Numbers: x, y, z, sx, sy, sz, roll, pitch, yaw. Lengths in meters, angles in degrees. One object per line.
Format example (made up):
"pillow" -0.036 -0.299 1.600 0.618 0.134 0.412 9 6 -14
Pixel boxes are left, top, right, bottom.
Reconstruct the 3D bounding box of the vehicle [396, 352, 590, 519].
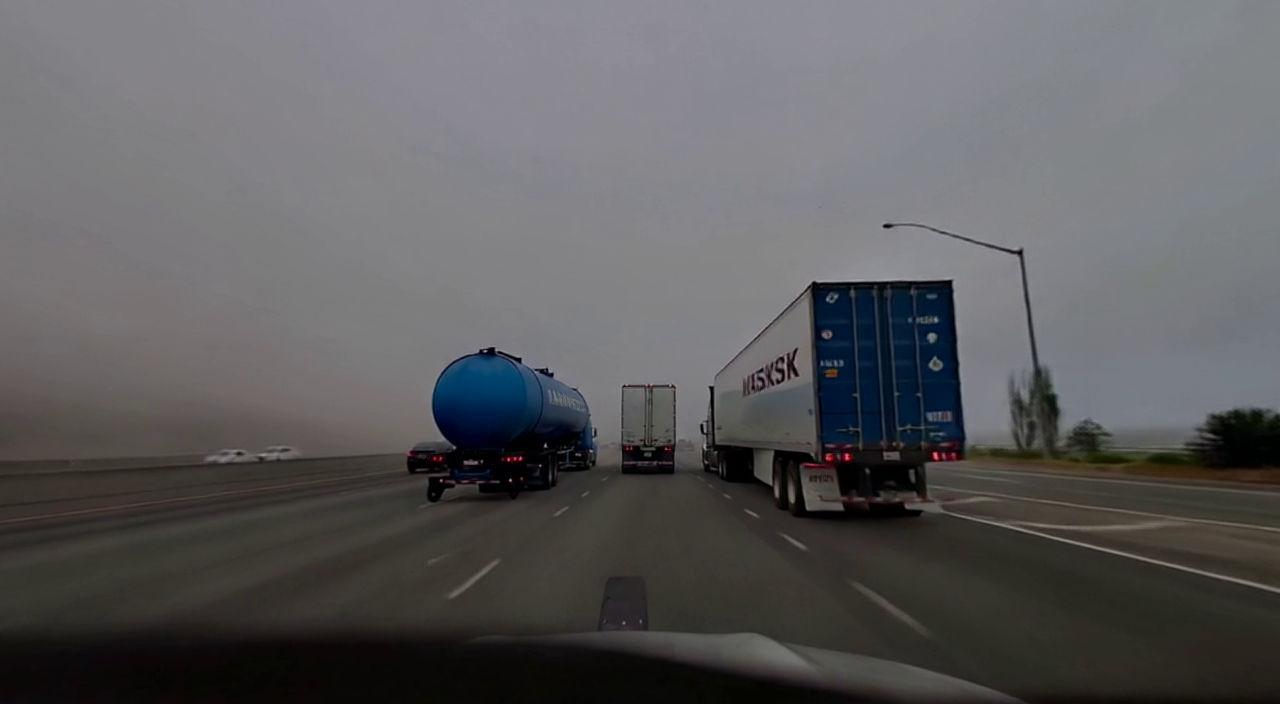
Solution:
"vehicle" -3.275 2.415 17.831 2.786 3.228 11.082 0 -8 0

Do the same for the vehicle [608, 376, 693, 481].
"vehicle" 0.474 4.132 32.346 3.097 3.856 18.209 0 -8 1

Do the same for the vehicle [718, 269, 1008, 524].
"vehicle" 4.477 1.730 17.577 2.887 4.178 14.553 0 -8 0
